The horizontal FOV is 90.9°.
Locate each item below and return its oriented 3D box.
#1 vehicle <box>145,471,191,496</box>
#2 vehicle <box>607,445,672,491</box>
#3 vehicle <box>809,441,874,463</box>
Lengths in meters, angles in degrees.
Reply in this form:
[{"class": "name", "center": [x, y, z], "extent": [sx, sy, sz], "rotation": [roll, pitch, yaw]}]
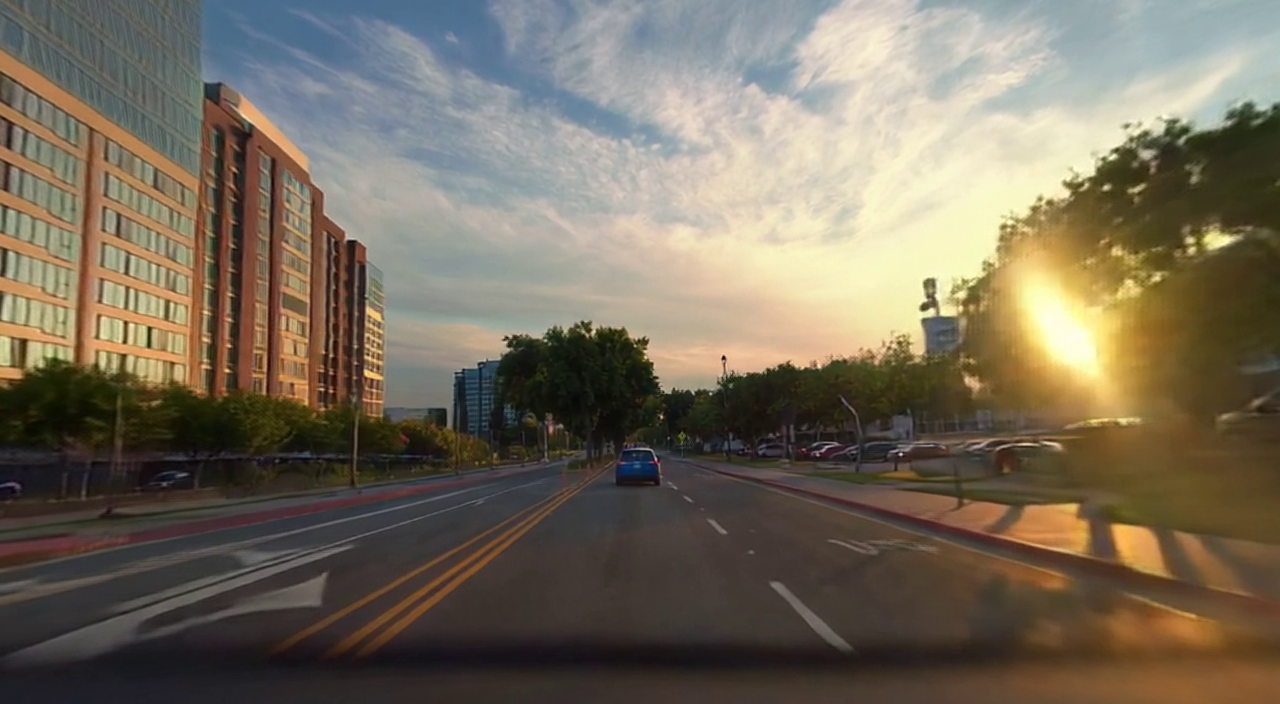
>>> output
[{"class": "vehicle", "center": [-32.458, 9.019, 43.282], "extent": [1.970, 1.476, 3.940], "rotation": [8, -12, -42]}, {"class": "vehicle", "center": [-0.095, 3.994, 22.078], "extent": [2.063, 1.442, 4.135], "rotation": [0, -9, -2]}, {"class": "vehicle", "center": [14.373, 7.130, 45.051], "extent": [4.003, 1.476, 1.884], "rotation": [-2, -8, 2]}]
